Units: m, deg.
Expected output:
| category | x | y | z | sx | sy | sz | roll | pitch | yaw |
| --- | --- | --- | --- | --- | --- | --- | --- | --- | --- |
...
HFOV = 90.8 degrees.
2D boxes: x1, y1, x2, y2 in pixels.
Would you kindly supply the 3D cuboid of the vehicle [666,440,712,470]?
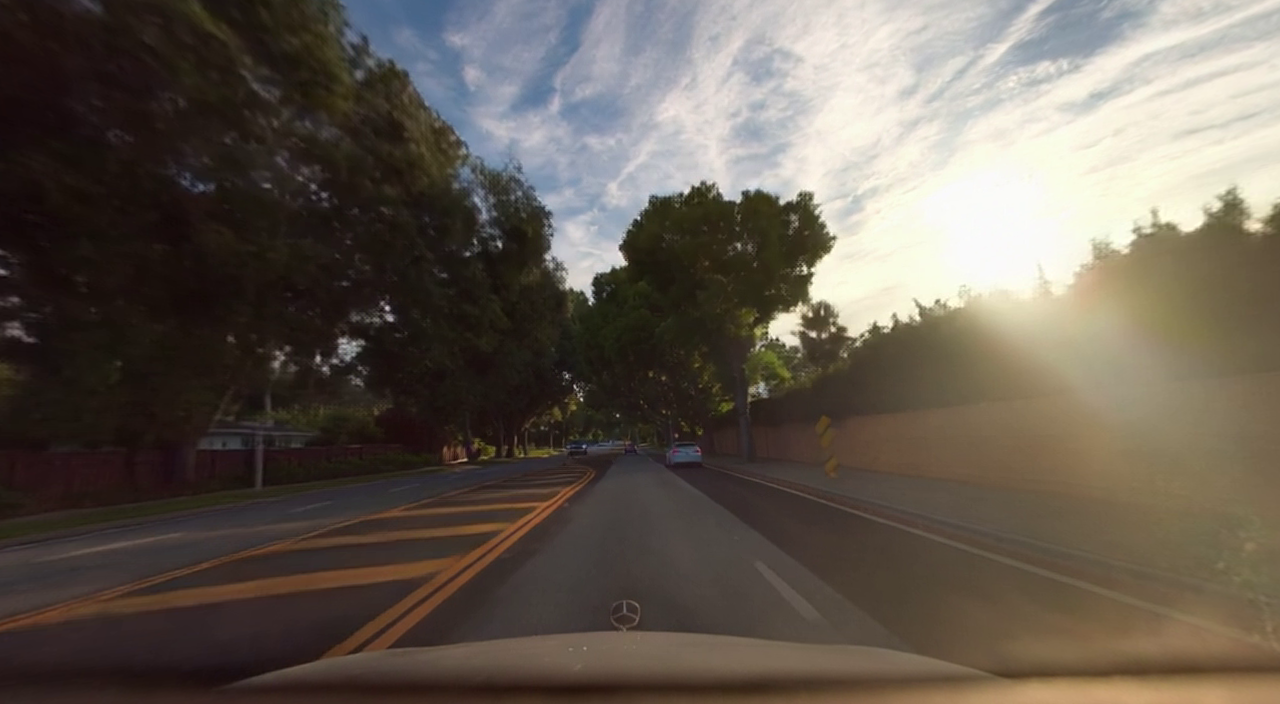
| category | x | y | z | sx | sy | sz | roll | pitch | yaw |
| --- | --- | --- | --- | --- | --- | --- | --- | --- | --- |
| vehicle | 2.480 | 5.355 | 33.153 | 1.991 | 1.476 | 4.153 | 0 | -8 | -1 |
